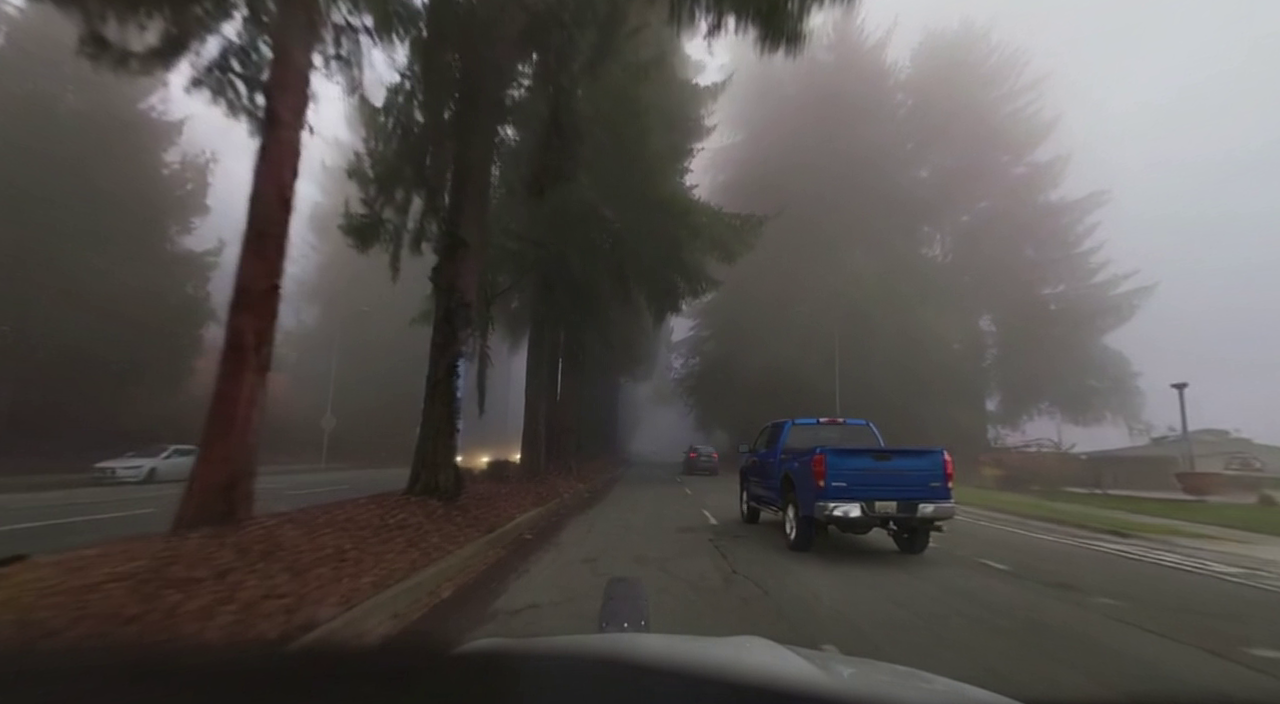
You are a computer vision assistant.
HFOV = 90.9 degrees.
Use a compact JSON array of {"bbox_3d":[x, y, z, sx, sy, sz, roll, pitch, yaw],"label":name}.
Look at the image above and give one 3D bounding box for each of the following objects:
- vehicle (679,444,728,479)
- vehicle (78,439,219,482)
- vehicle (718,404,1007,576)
[{"bbox_3d":[3.285,5.781,33.509,2.108,1.712,4.616,0,-8,0],"label":"vehicle"},{"bbox_3d":[-19.166,4.224,24.901,2.002,1.525,4.353,0,-8,1],"label":"vehicle"},{"bbox_3d":[2.876,1.988,10.071,2.553,1.942,5.679,0,-8,0],"label":"vehicle"}]
